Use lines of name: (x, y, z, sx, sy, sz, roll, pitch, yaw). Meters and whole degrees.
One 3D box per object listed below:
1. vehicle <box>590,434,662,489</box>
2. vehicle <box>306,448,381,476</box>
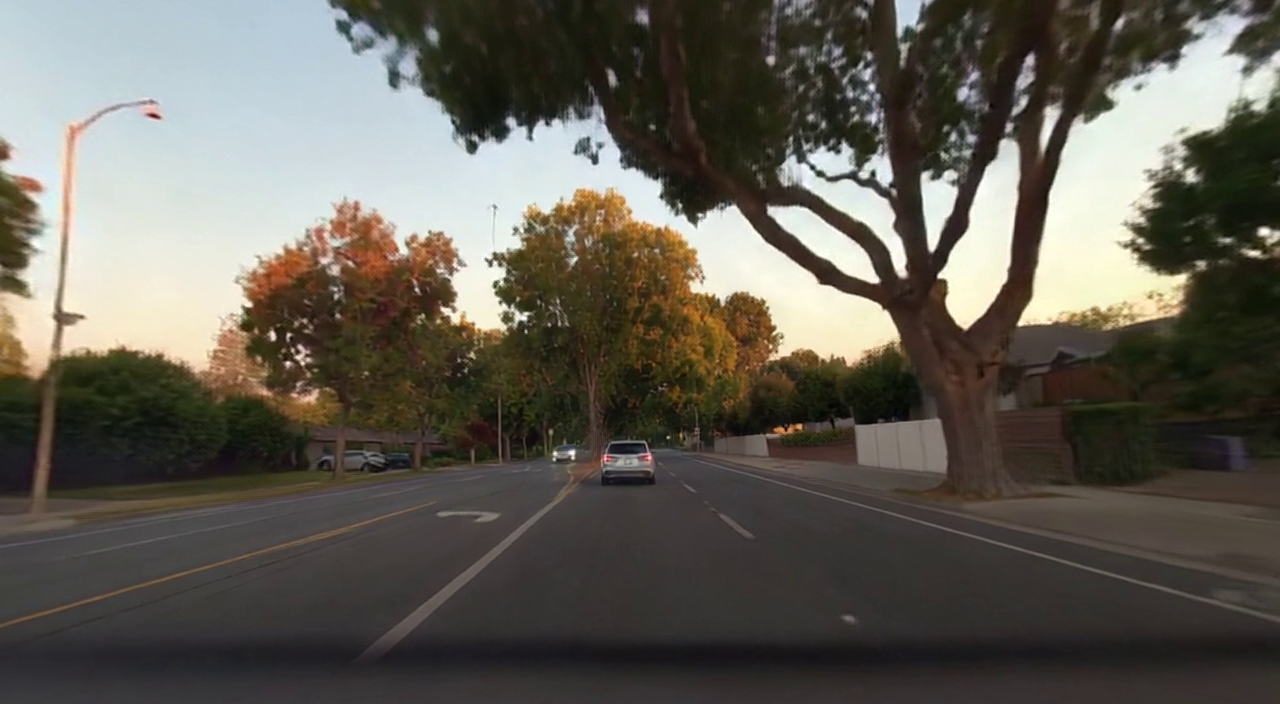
vehicle: (-0.430, 3.605, 21.094, 2.181, 1.639, 4.127, 0, -8, 0)
vehicle: (-21.646, 8.028, 46.247, 4.470, 1.917, 1.932, -1, -9, 3)
